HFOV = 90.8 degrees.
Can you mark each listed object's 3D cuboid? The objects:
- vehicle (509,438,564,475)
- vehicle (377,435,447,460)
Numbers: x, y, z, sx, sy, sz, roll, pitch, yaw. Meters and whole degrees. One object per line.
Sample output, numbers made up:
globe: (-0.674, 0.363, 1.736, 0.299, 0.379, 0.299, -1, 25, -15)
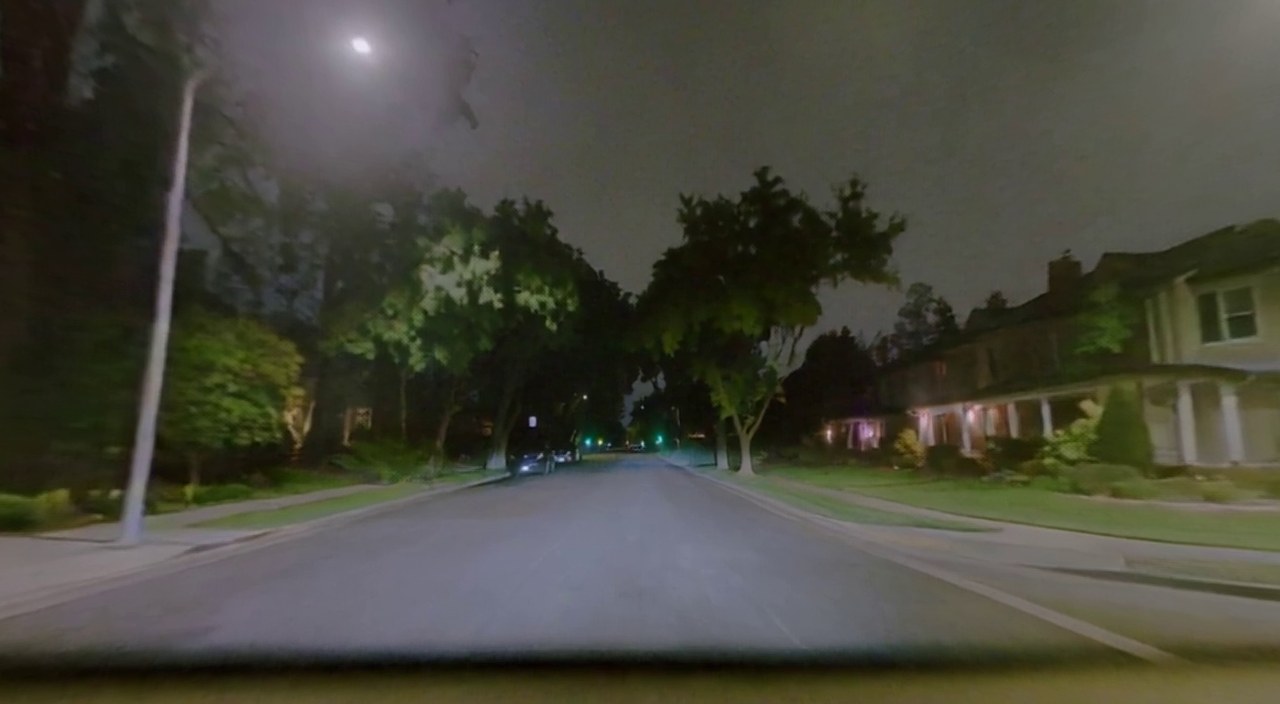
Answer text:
vehicle: (-5.784, 5.952, 36.221, 2.341, 1.886, 5.684, 1, -9, -2)
vehicle: (-17.340, 7.233, 48.104, 4.546, 1.791, 1.992, 0, -7, -1)
